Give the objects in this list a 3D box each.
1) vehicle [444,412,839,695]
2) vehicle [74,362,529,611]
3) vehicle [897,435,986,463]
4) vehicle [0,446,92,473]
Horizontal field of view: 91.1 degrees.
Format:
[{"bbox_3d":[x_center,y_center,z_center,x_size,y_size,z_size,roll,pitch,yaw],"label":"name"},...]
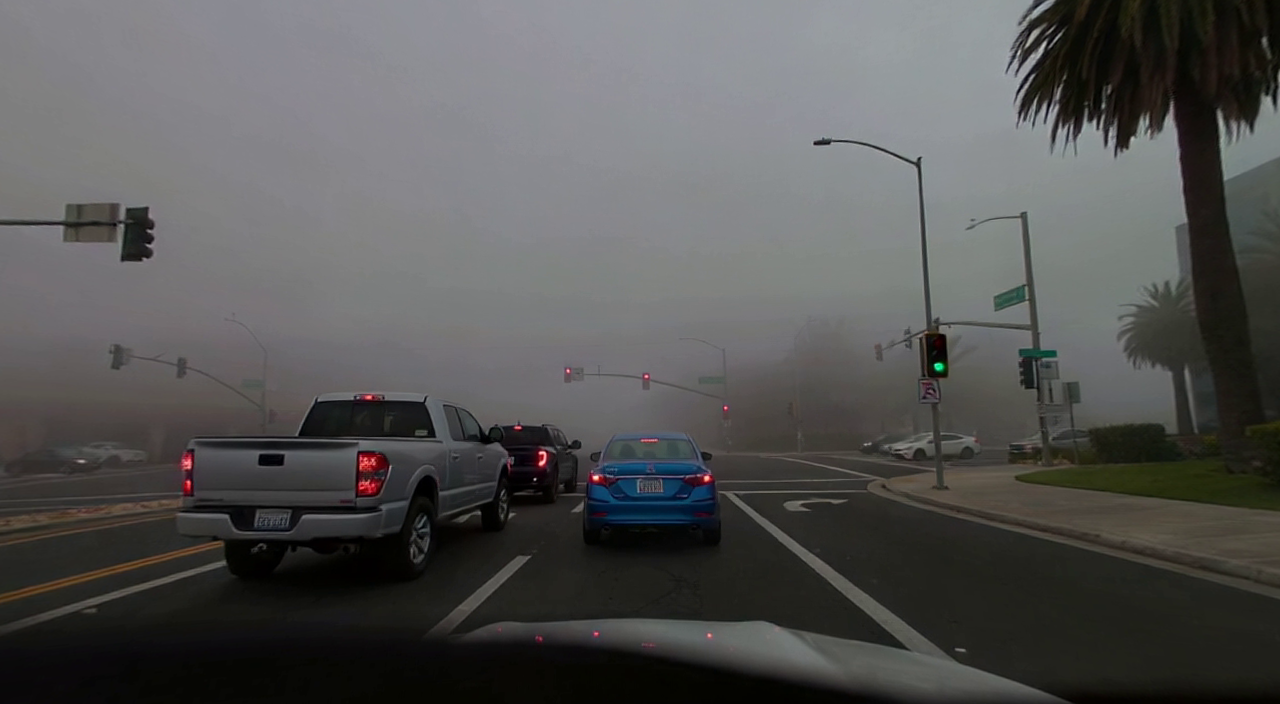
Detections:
[{"bbox_3d":[0.037,1.394,5.530,2.122,1.501,4.152,0,-8,1],"label":"vehicle"},{"bbox_3d":[-3.231,1.476,7.901,2.330,1.969,5.626,-1,-8,3],"label":"vehicle"},{"bbox_3d":[18.808,6.078,39.299,4.466,1.717,1.963,0,-8,2],"label":"vehicle"},{"bbox_3d":[-37.112,6.643,38.854,4.576,1.617,1.937,0,-8,2],"label":"vehicle"}]
